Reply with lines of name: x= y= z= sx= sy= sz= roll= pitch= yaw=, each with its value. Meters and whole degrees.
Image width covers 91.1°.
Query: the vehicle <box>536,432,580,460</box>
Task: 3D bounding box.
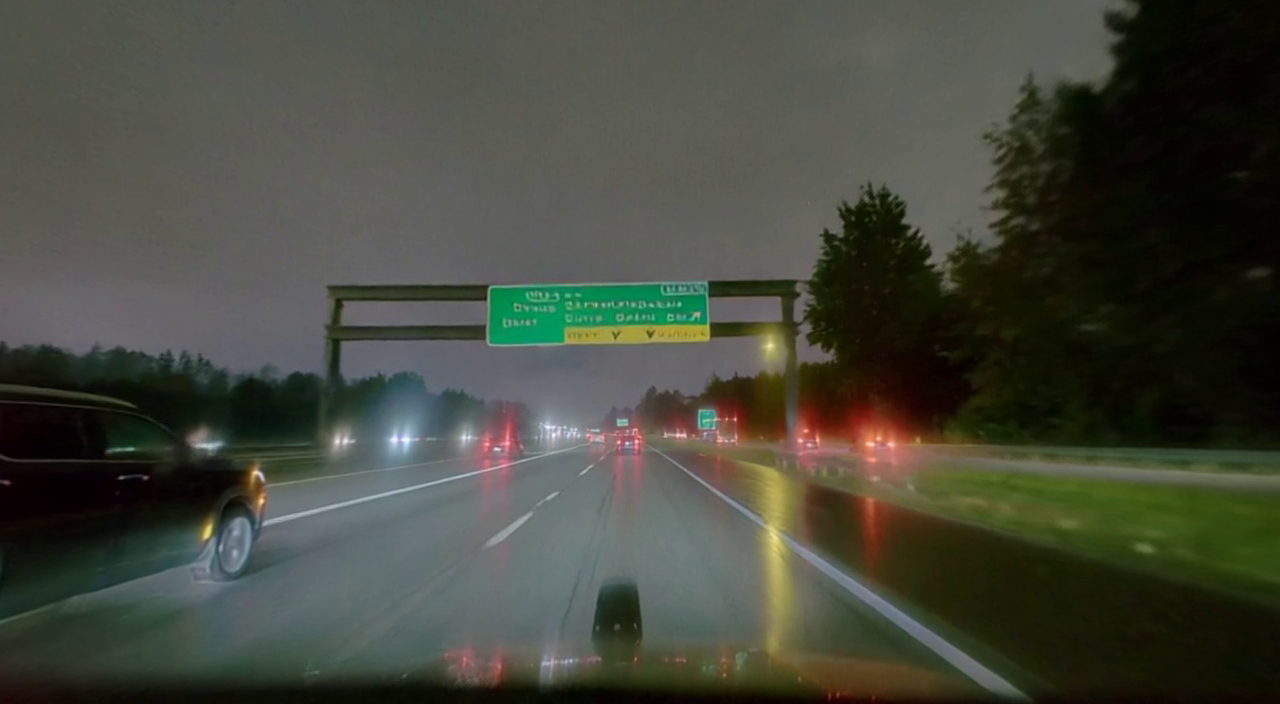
vehicle: x=-4.448 y=5.176 z=34.749 sx=1.909 sy=1.445 sz=4.087 roll=0 pitch=-7 yaw=0

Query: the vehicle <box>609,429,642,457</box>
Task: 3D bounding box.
vehicle: x=-0.880 y=5.731 z=39.743 sx=2.002 sy=1.611 sz=3.778 roll=0 pitch=-7 yaw=-1

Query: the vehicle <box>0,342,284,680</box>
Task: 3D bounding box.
vehicle: x=-4.480 y=0.939 z=3.955 sx=1.971 sy=1.822 sz=4.366 roll=0 pitch=-7 yaw=-1

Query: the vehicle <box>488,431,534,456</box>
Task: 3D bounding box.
vehicle: x=-8.348 y=5.967 z=41.056 sx=1.953 sy=1.524 sz=4.863 roll=0 pitch=-7 yaw=0
